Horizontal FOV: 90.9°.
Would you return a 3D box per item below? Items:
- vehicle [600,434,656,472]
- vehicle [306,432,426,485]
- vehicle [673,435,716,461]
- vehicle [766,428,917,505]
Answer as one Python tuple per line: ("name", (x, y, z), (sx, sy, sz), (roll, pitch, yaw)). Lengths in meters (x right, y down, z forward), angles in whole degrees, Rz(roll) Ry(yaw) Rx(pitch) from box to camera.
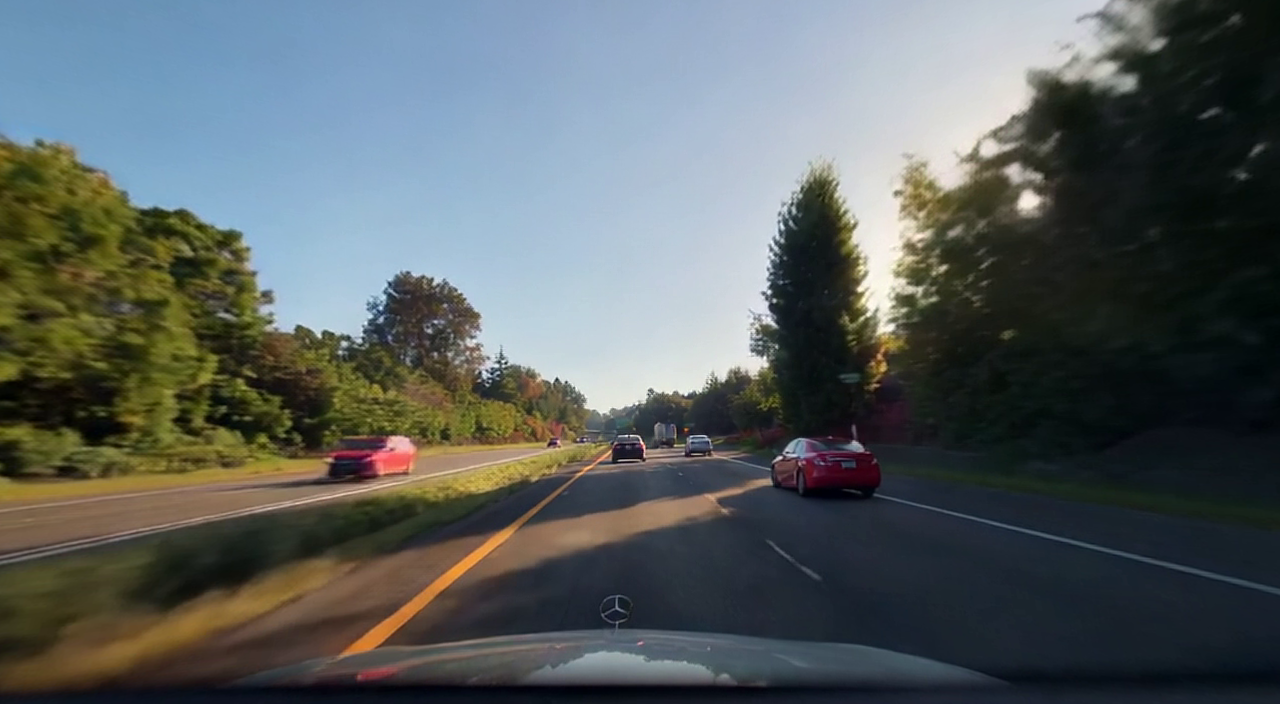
("vehicle", (-0.511, 4.131, 26.091), (2.143, 1.466, 3.693), (0, -8, -1))
("vehicle", (-9.020, 3.503, 21.269), (2.076, 1.592, 4.477), (0, -8, -1))
("vehicle", (3.194, 5.719, 37.827), (2.004, 1.469, 4.472), (0, -8, -2))
("vehicle", (4.448, 2.566, 14.738), (2.066, 1.526, 4.216), (0, -8, -1))
